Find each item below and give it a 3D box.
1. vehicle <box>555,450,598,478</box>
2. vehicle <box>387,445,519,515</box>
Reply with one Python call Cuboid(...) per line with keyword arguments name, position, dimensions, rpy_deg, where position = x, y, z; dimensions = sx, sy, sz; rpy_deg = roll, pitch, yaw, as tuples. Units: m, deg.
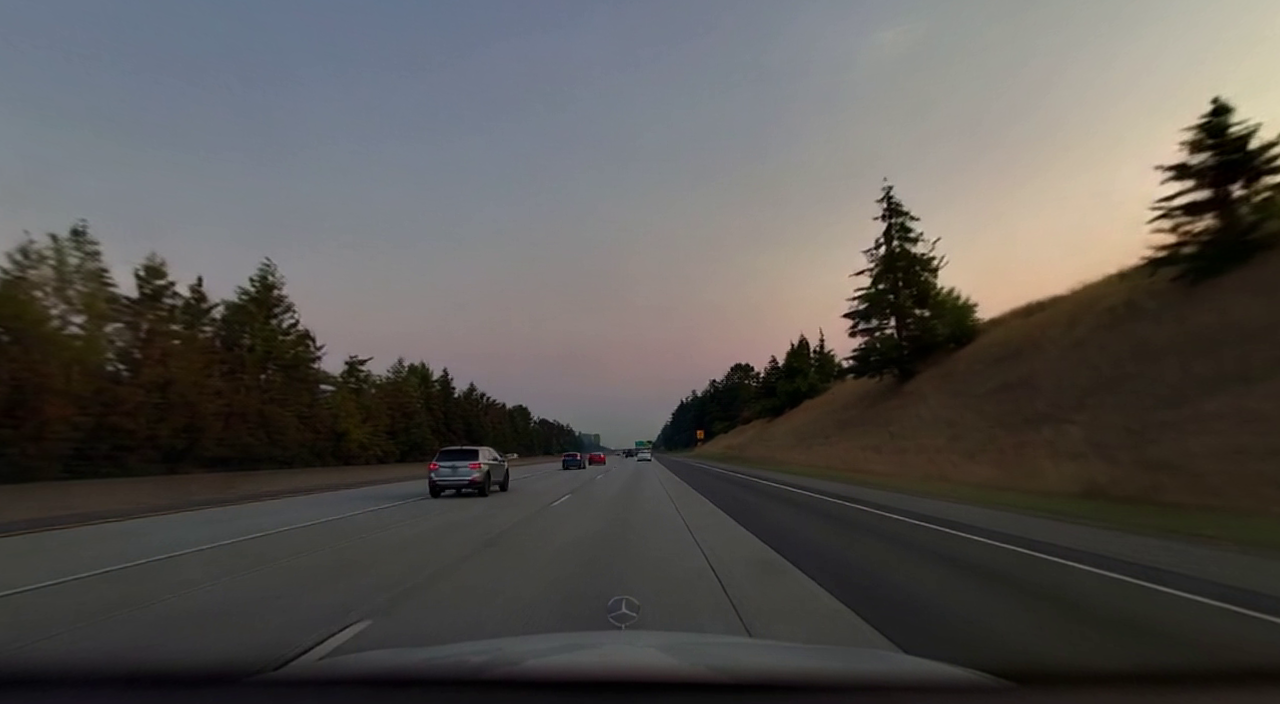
Cuboid(name="vehicle", position=(-3.562, 6.346, 35.940), dimensions=(2.005, 1.474, 3.921), rpy_deg=(0, -9, 1))
Cuboid(name="vehicle", position=(-4.563, 3.189, 16.232), dimensions=(1.975, 1.501, 4.603), rpy_deg=(0, -9, 0))
